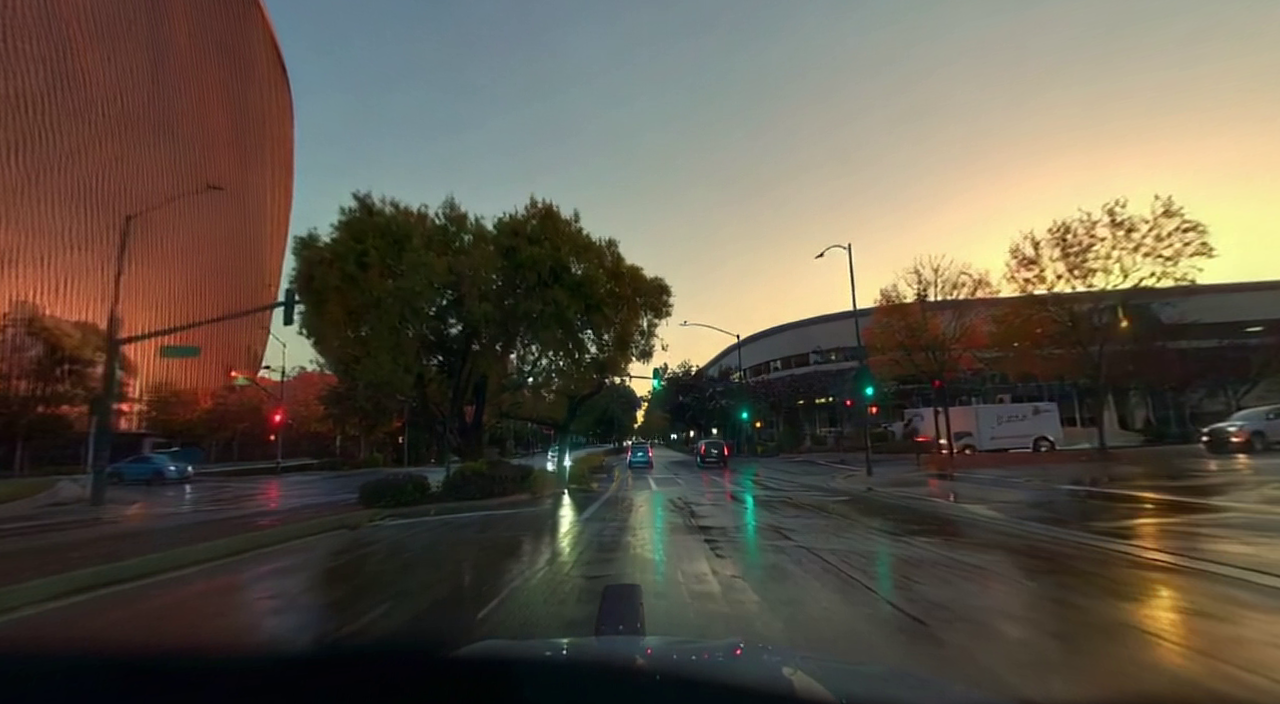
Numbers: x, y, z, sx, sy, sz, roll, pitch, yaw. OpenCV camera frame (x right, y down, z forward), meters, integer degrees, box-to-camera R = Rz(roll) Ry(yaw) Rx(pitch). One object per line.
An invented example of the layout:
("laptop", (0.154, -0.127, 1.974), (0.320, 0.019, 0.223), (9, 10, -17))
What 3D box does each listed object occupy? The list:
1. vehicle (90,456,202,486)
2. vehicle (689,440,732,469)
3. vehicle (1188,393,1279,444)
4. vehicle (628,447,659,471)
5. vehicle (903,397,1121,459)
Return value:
("vehicle", (-26.851, 6.453, 34.308), (4.500, 1.555, 1.913), (0, -9, 3))
("vehicle", (4.552, 6.735, 41.447), (2.174, 1.749, 4.739), (0, -9, -2))
("vehicle", (23.340, 2.505, 23.284), (1.887, 1.635, 4.695), (1, -9, 0))
("vehicle", (0.241, 7.269, 42.960), (2.014, 1.525, 4.197), (0, -9, 0))
("vehicle", (22.184, 4.640, 38.211), (10.893, 3.534, 3.195), (0, -9, 4))
